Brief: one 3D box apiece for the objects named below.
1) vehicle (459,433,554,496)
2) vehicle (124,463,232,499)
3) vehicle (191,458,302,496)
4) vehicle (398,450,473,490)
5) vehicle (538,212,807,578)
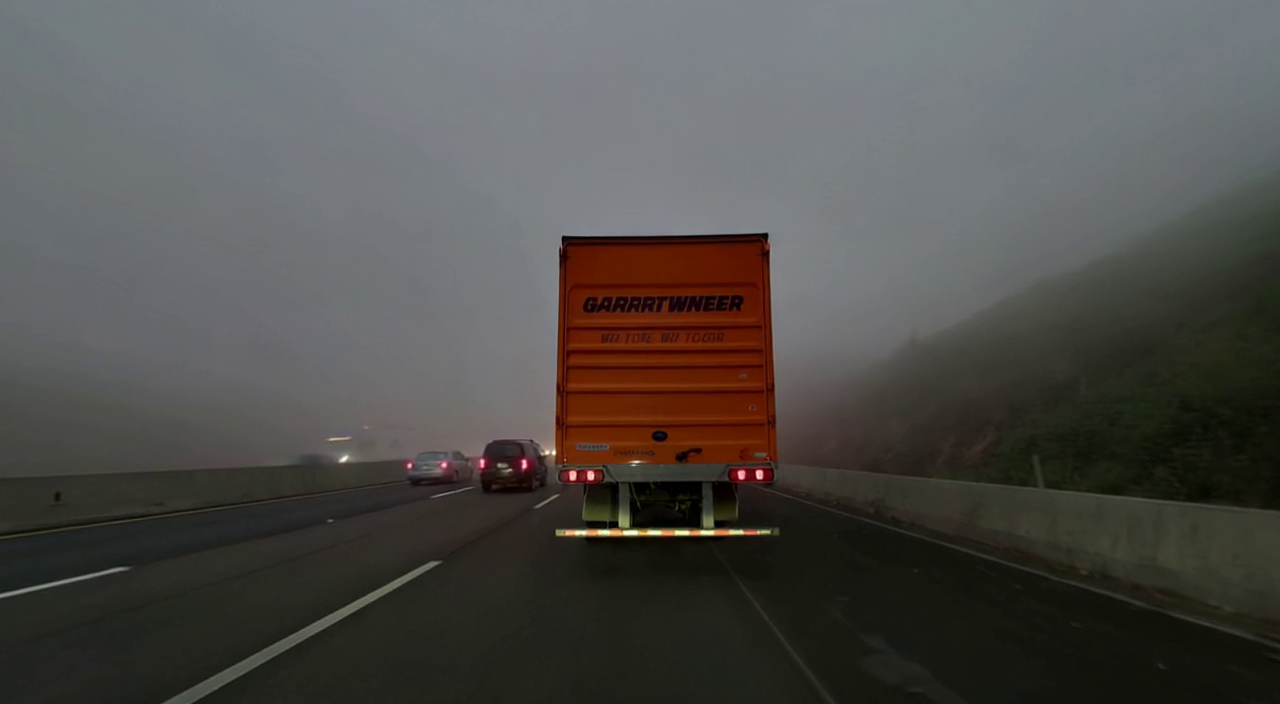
[{"bbox_3d":[-4.632,4.012,22.787,2.293,2.015,4.915,0,-9,1],"label":"vehicle"},{"bbox_3d":[-20.976,5.842,28.872,1.845,1.417,4.012,0,-9,0],"label":"vehicle"},{"bbox_3d":[-16.622,5.261,26.983,1.833,1.432,4.447,0,-9,1],"label":"vehicle"},{"bbox_3d":[-8.200,4.754,25.608,1.828,1.502,3.385,0,-9,1],"label":"vehicle"},{"bbox_3d":[0.446,1.223,12.214,2.853,4.054,10.557,0,-9,1],"label":"vehicle"}]
